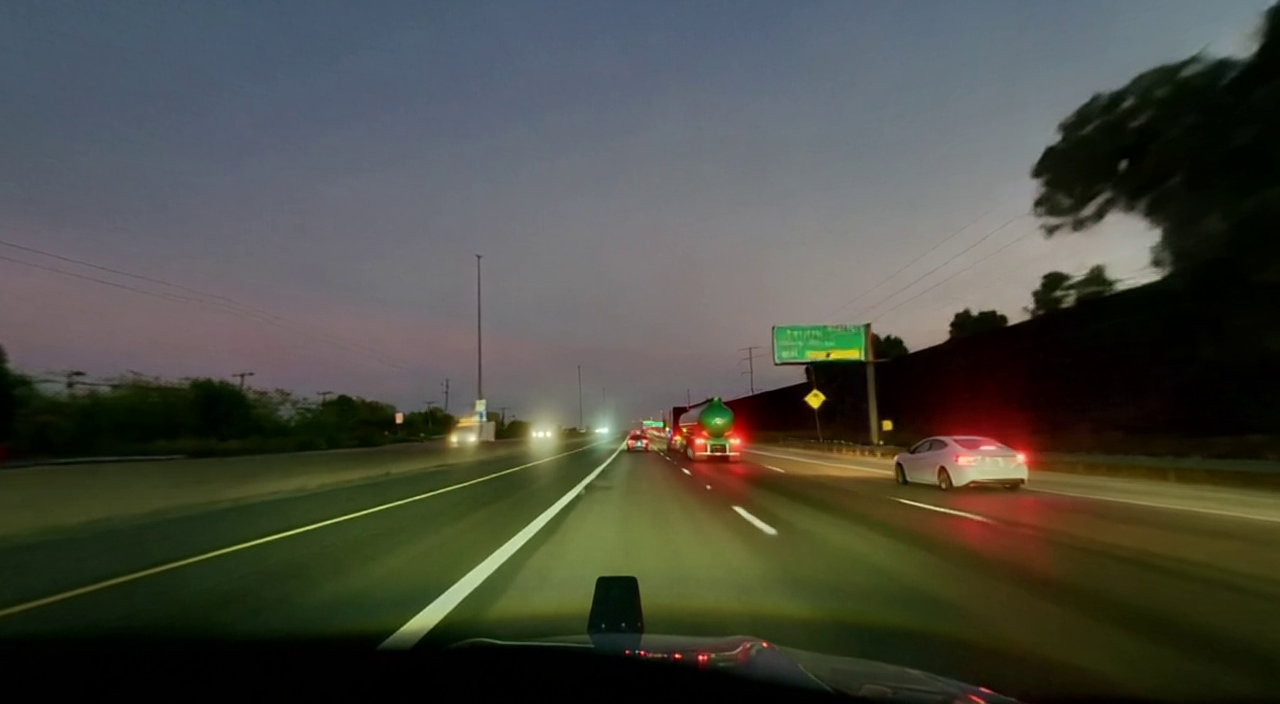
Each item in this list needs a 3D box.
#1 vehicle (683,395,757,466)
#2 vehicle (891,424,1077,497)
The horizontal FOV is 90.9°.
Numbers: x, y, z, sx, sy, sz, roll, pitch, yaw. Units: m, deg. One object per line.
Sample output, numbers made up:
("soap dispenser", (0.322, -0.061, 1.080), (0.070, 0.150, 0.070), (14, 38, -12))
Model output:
("vehicle", (3.863, 4.121, 32.485), (2.791, 3.179, 8.074), (-1, -8, 0))
("vehicle", (7.949, 2.551, 15.219), (1.905, 1.480, 4.624), (0, -8, 0))
